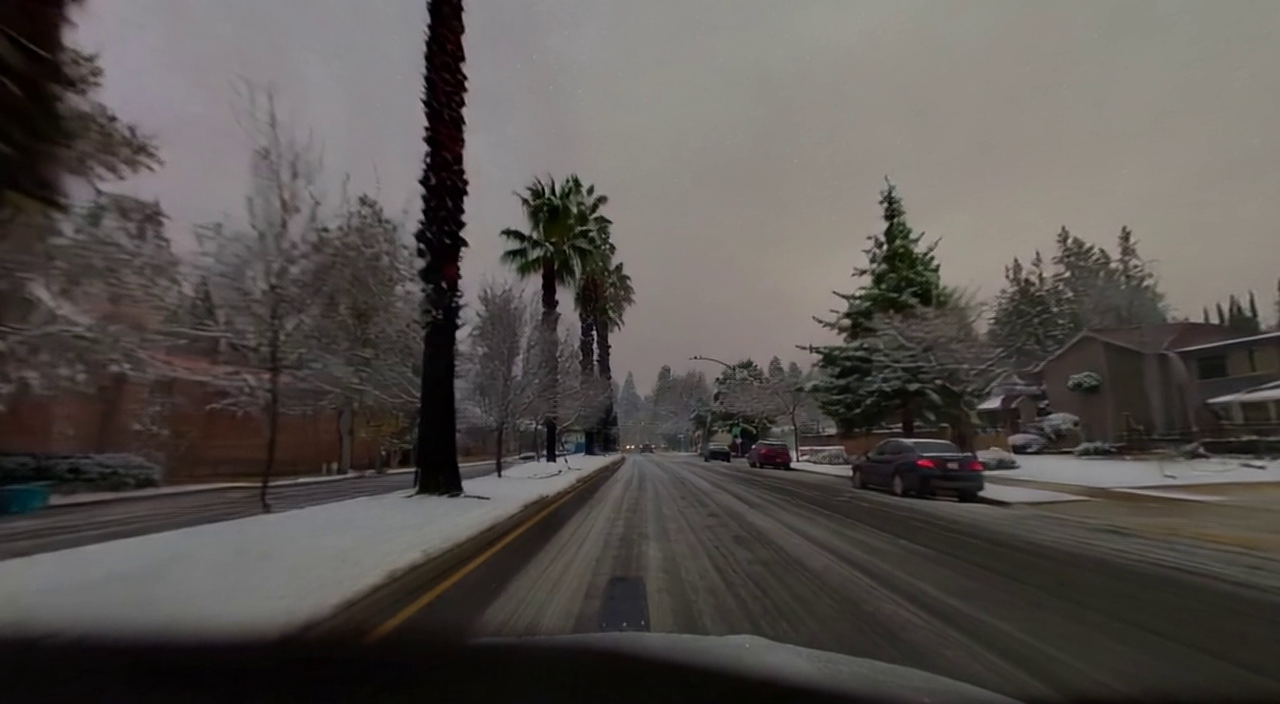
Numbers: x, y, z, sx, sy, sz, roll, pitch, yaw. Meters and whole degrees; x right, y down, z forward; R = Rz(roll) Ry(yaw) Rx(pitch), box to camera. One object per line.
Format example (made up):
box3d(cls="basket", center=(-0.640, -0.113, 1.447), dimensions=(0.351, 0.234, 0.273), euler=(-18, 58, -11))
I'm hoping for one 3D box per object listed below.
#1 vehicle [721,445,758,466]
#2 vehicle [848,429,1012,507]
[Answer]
box3d(cls="vehicle", center=(7.350, 7.687, 47.002), dimensions=(1.987, 1.469, 4.497), euler=(0, -8, -1))
box3d(cls="vehicle", center=(6.995, 2.838, 15.898), dimensions=(2.126, 1.639, 4.539), euler=(0, -8, 3))
